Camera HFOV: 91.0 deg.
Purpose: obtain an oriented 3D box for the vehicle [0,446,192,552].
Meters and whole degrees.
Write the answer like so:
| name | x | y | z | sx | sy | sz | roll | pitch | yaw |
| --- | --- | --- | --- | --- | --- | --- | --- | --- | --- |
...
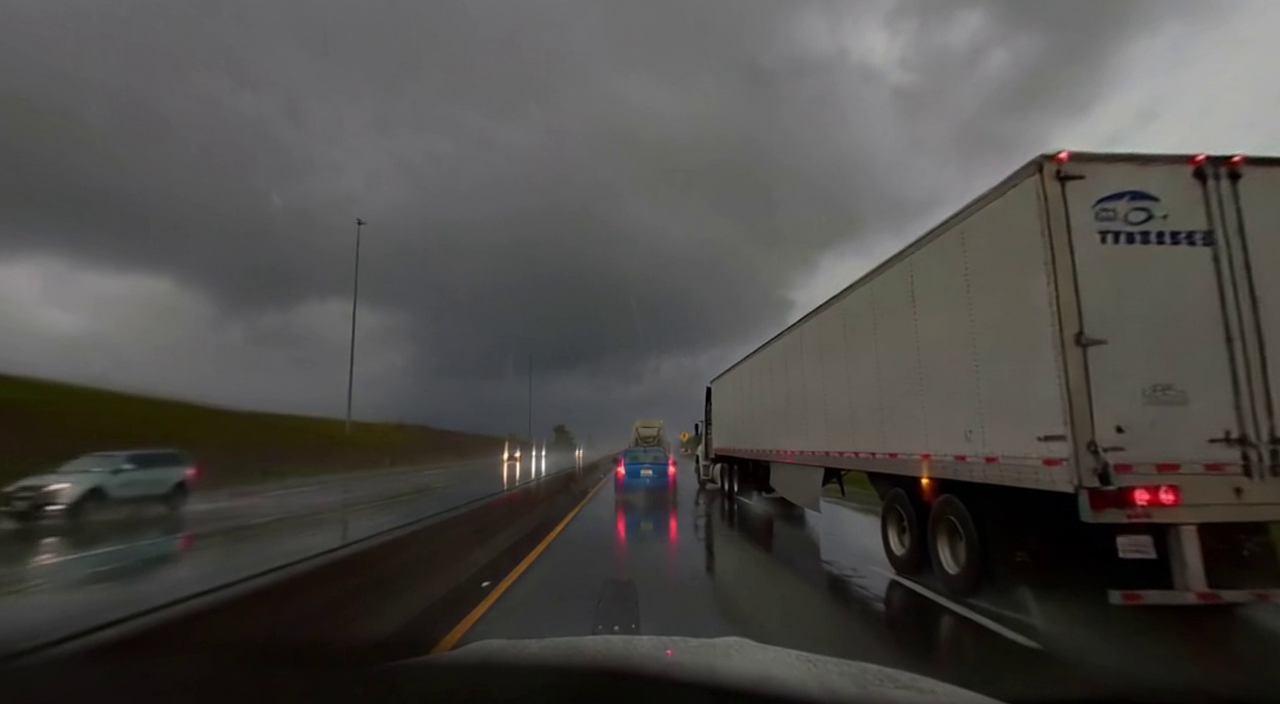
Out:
| name | x | y | z | sx | sy | sz | roll | pitch | yaw |
| --- | --- | --- | --- | --- | --- | --- | --- | --- | --- |
| vehicle | -11.638 | 2.801 | 12.744 | 1.988 | 1.727 | 4.217 | -1 | -8 | 0 |

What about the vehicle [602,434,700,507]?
| name | x | y | z | sx | sy | sz | roll | pitch | yaw |
| --- | --- | --- | --- | --- | --- | --- | --- | --- | --- |
| vehicle | 0.236 | 2.771 | 15.210 | 2.045 | 1.507 | 3.763 | -1 | -8 | 0 |

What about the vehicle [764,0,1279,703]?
| name | x | y | z | sx | sy | sz | roll | pitch | yaw |
| --- | --- | --- | --- | --- | --- | --- | --- | --- | --- |
| vehicle | 4.544 | 0.361 | 8.251 | 3.235 | 4.197 | 9.908 | 0 | -8 | -3 |
